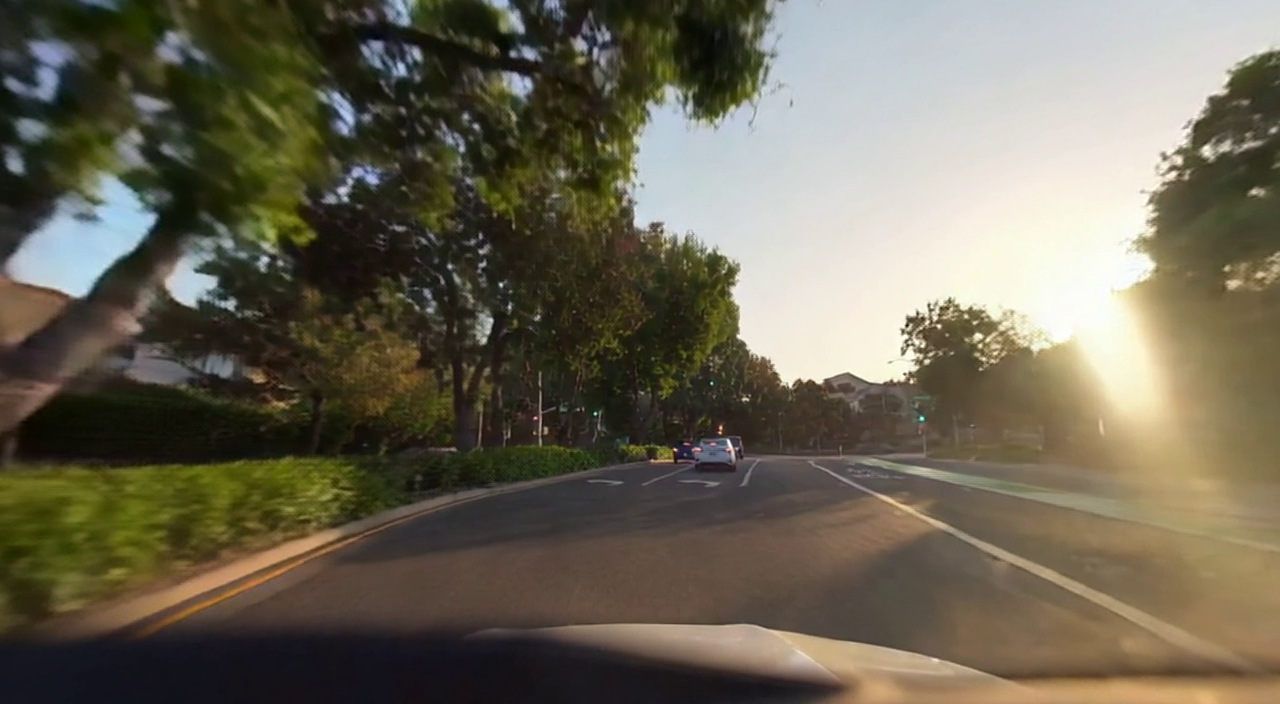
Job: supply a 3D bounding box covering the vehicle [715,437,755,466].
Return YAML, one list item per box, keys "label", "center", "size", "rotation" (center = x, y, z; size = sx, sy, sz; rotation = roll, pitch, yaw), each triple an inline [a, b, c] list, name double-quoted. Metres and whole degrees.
- label: "vehicle"
  center: [6.129, 6.356, 40.483]
  size: [2.286, 1.701, 4.395]
  rotation: [-2, -9, 11]

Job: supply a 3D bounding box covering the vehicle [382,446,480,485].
- label: "vehicle"
  center: [-8.646, 4.716, 26.678]
  size: [1.947, 1.486, 4.862]
  rotation: [-1, -9, 8]

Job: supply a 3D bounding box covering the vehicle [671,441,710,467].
- label: "vehicle"
  center: [3.189, 6.348, 39.429]
  size: [1.923, 1.498, 3.887]
  rotation: [-2, -9, 11]

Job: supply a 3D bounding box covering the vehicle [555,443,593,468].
- label: "vehicle"
  center: [-4.518, 7.140, 43.806]
  size: [2.029, 1.667, 4.504]
  rotation: [-1, -8, 2]
